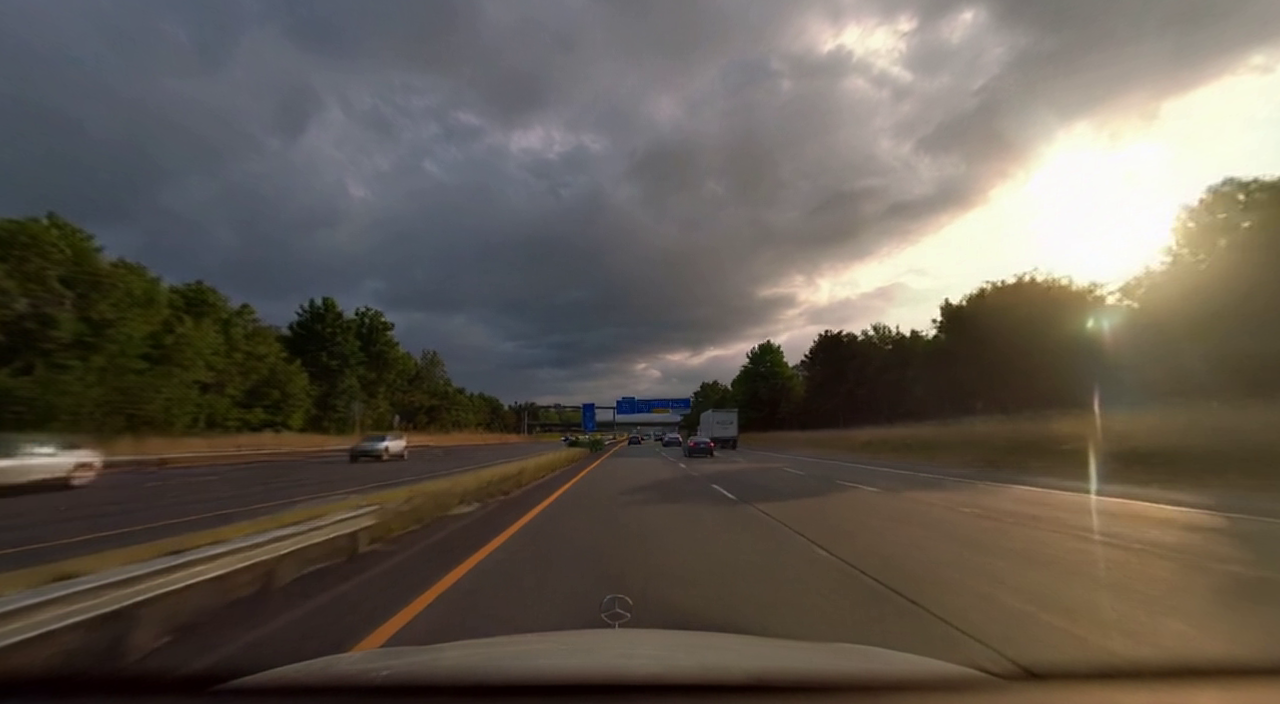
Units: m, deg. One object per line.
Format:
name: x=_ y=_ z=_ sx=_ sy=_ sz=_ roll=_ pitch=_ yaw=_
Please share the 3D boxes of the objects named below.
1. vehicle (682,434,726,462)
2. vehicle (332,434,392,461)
vehicle: x=3.678 y=5.587 z=36.972 sx=1.986 sy=1.501 sz=4.529 roll=0 pitch=-8 yaw=-2
vehicle: x=-17.017 y=5.835 z=38.763 sx=1.831 sy=1.586 sz=4.051 roll=0 pitch=-8 yaw=0
